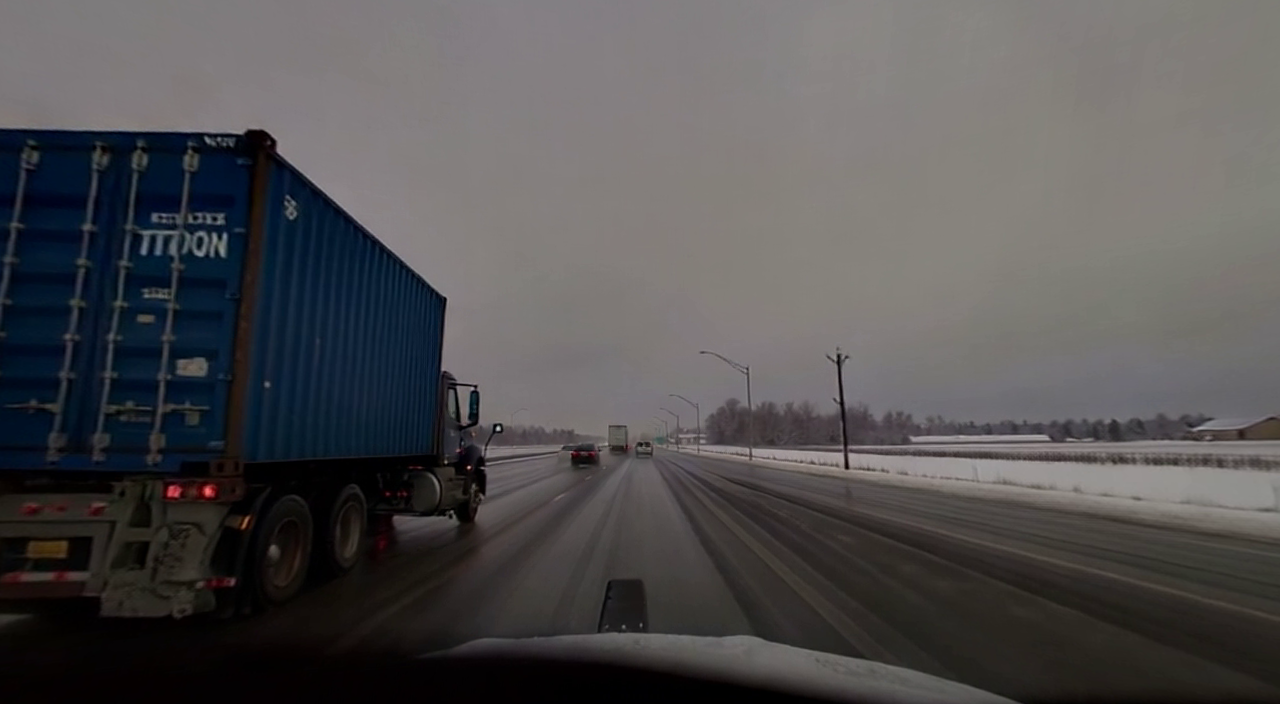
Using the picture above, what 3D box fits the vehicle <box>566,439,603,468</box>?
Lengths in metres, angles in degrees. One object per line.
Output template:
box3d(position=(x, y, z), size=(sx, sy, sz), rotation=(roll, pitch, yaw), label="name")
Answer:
box3d(position=(-3.537, 6.572, 41.069), size=(1.995, 1.745, 4.187), rotation=(0, -8, 1), label="vehicle")

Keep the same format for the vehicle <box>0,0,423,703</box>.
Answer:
box3d(position=(-4.103, -0.443, 0.667), size=(2.840, 4.032, 13.388), rotation=(0, -9, 1), label="vehicle")
